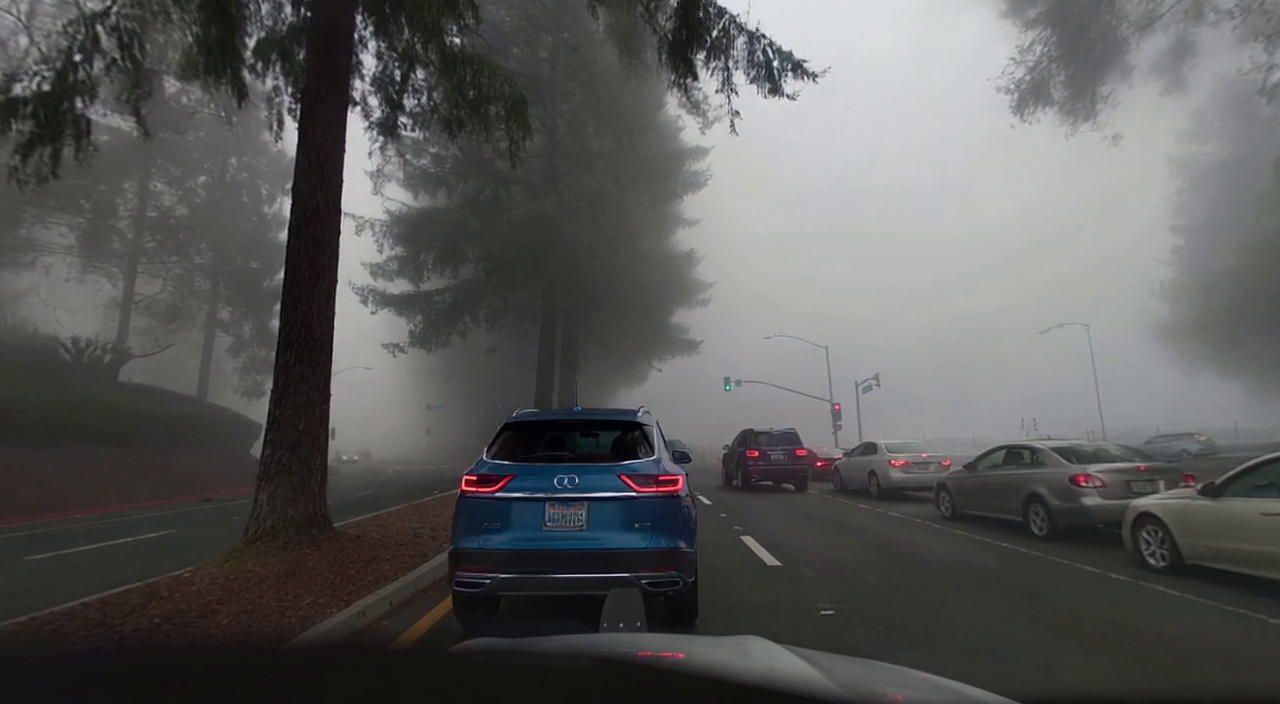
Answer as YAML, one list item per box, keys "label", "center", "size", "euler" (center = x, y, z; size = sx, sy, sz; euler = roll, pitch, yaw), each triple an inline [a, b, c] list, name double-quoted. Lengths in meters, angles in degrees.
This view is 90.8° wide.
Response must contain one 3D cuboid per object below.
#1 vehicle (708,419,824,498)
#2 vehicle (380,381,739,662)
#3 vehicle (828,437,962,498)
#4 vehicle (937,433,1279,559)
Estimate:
- label: "vehicle"
  center: [3.351, 2.979, 17.954]
  size: [2.200, 1.909, 4.853]
  euler: [0, -9, -1]
- label: "vehicle"
  center: [-0.438, 1.349, 6.086]
  size: [2.201, 1.709, 4.271]
  euler: [0, -9, 2]
- label: "vehicle"
  center: [6.955, 3.186, 17.801]
  size: [1.890, 1.489, 4.415]
  euler: [0, -9, -1]
- label: "vehicle"
  center: [6.582, 2.013, 9.657]
  size: [1.894, 1.445, 4.565]
  euler: [0, -9, 1]
